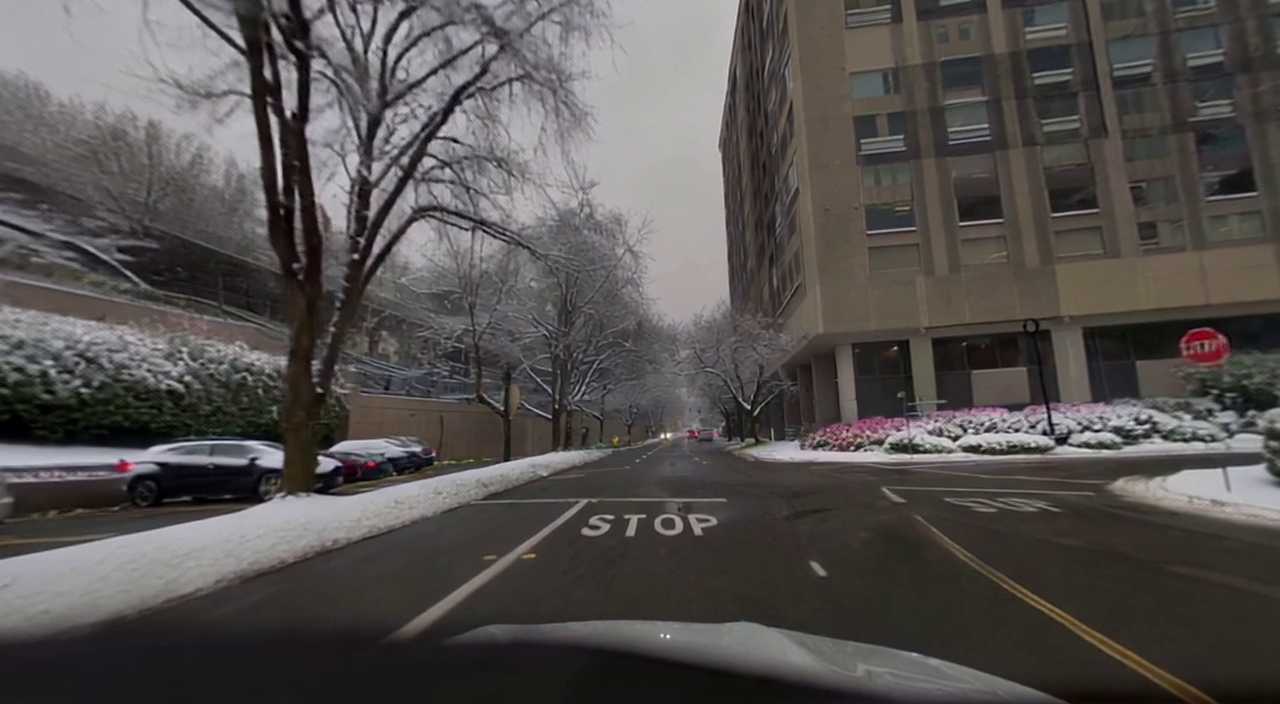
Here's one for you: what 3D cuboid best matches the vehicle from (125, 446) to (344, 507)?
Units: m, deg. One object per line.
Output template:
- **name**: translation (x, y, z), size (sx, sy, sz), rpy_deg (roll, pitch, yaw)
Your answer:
- **vehicle**: translation (-10.880, 3.311, 17.350), size (4.694, 1.447, 2.137), rpy_deg (5, -10, -30)
